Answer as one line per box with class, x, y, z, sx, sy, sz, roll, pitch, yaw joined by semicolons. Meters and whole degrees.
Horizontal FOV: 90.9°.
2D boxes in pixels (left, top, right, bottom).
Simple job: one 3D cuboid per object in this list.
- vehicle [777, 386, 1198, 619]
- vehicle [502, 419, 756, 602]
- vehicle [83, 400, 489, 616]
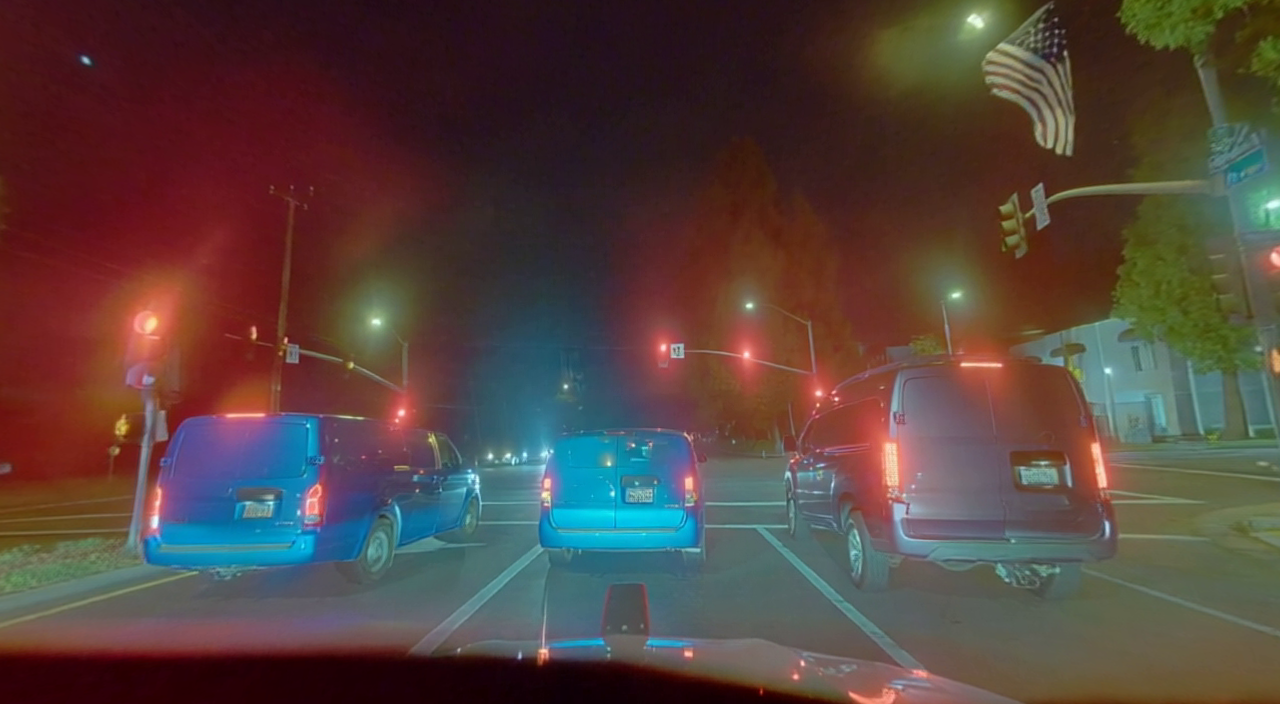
vehicle;3.095;1.460;7.013;2.178;1.746;4.400;0;-9;1
vehicle;-0.130;1.619;7.345;2.098;1.494;4.118;0;-9;-1
vehicle;-3.299;1.529;7.039;2.024;1.677;3.998;-1;-9;3
